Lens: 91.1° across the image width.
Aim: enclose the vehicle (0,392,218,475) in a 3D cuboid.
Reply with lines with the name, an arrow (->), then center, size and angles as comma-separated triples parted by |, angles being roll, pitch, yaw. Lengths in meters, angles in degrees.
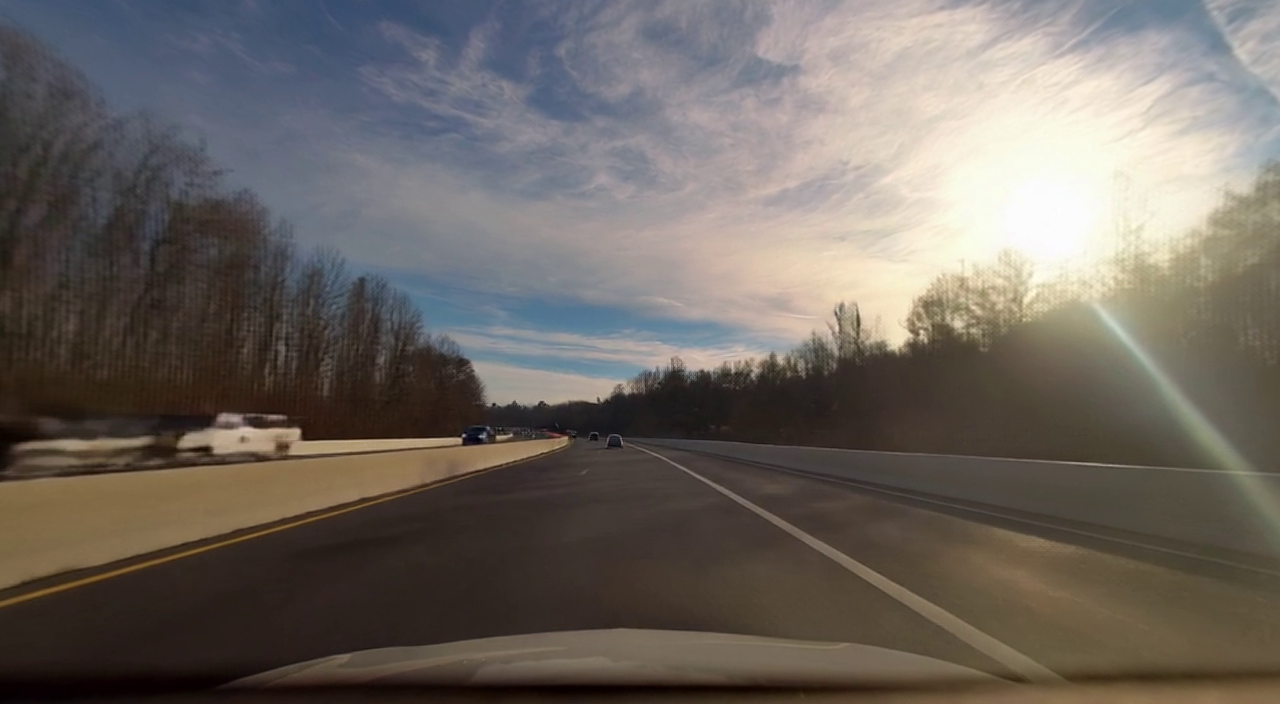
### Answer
vehicle -> -15.027, 2.271, 18.068 | 2.389, 1.895, 4.784 | 4, -6, 0
